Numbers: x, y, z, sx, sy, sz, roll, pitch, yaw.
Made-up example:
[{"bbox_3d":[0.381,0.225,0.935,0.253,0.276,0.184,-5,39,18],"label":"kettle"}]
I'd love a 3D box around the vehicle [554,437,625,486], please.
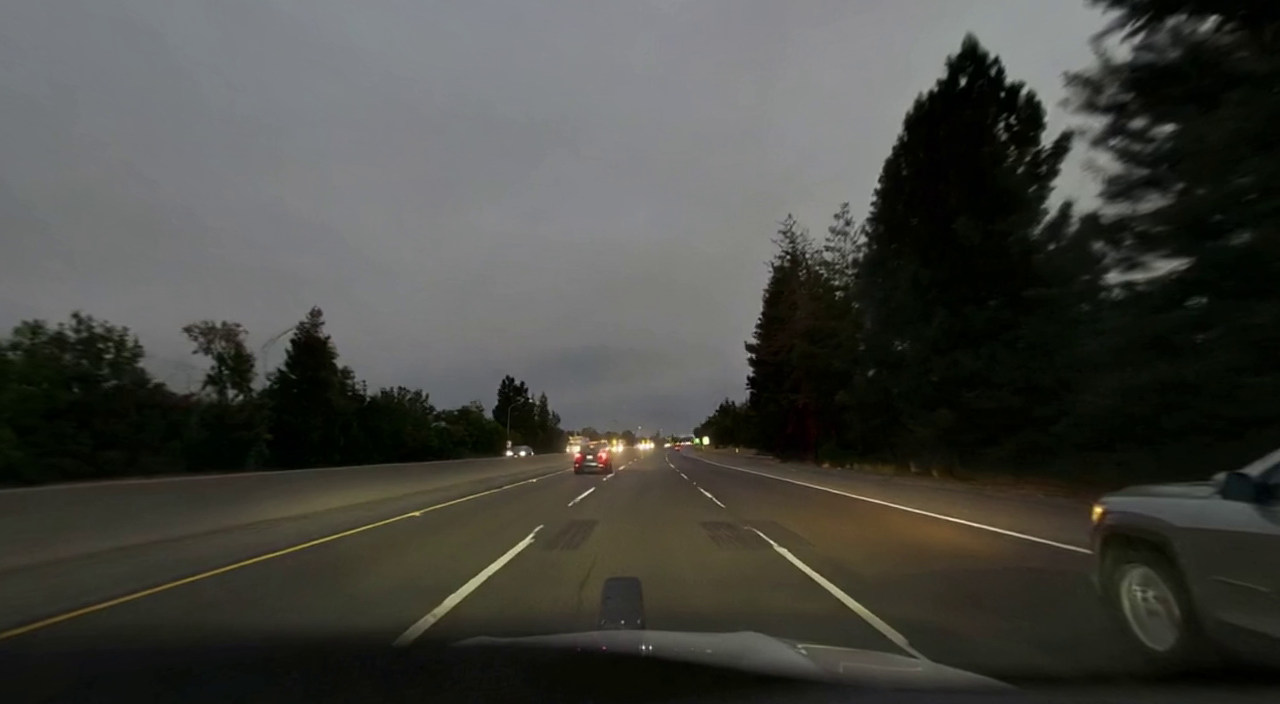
[{"bbox_3d":[-1.790,4.135,24.068,2.231,1.652,4.503,0,-9,2],"label":"vehicle"}]

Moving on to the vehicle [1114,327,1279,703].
[{"bbox_3d":[3.668,0.557,1.066,2.166,1.756,4.538,0,-9,0],"label":"vehicle"}]
